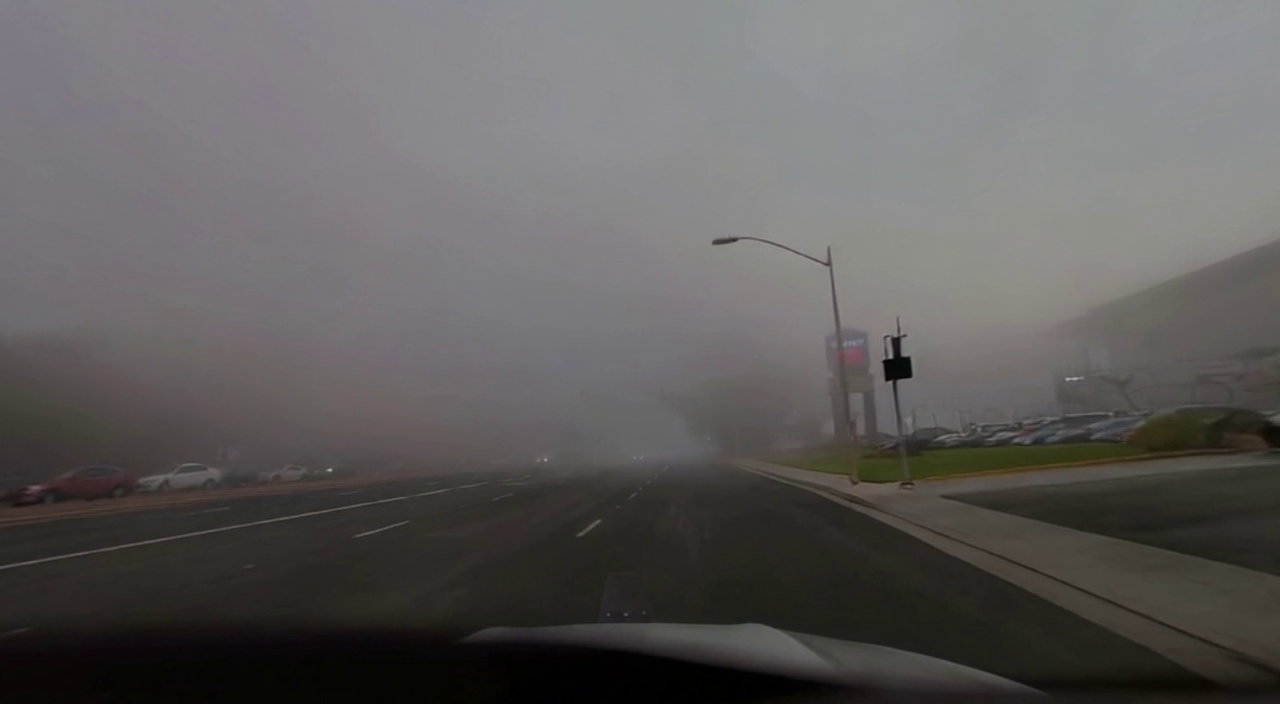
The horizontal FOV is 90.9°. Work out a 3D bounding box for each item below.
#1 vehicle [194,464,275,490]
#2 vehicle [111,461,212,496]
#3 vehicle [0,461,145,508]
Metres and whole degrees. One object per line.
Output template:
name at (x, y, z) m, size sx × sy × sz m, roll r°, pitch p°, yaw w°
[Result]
vehicle at (-24.512, 7.545, 38.302) m, size 1.827 × 1.370 × 4.191 m, roll -1°, pitch -8°, yaw 6°
vehicle at (-28.008, 7.371, 37.086) m, size 2.009 × 1.798 × 4.673 m, roll -1°, pitch -8°, yaw 4°
vehicle at (-22.634, 5.196, 25.072) m, size 1.918 × 1.503 × 4.632 m, roll -6°, pitch -10°, yaw 5°
